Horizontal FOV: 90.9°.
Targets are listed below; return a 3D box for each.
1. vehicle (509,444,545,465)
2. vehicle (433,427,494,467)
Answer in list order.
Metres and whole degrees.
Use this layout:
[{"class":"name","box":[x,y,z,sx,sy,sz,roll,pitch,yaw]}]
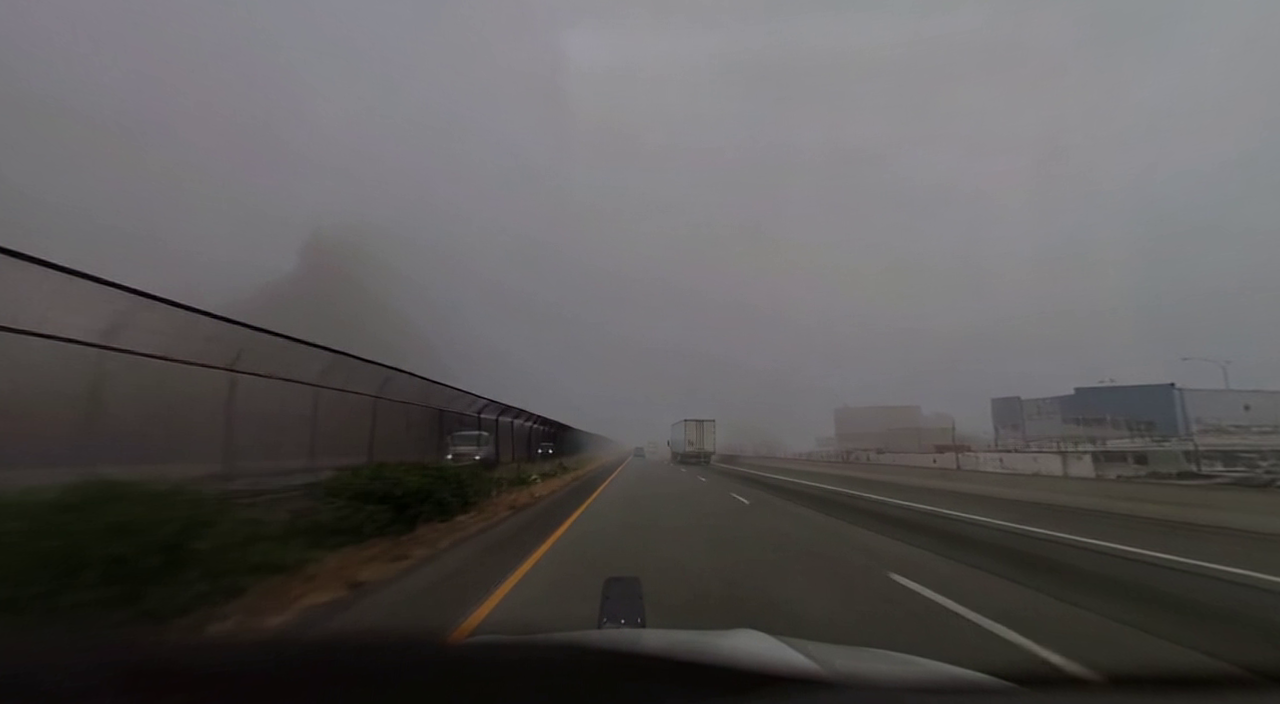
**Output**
[{"class":"vehicle","box":[-8.242,7.514,46.414,1.864,1.492,4.032,0,-9,1]},{"class":"vehicle","box":[-12.353,6.706,44.603,2.397,2.585,6.311,0,-9,0]}]
